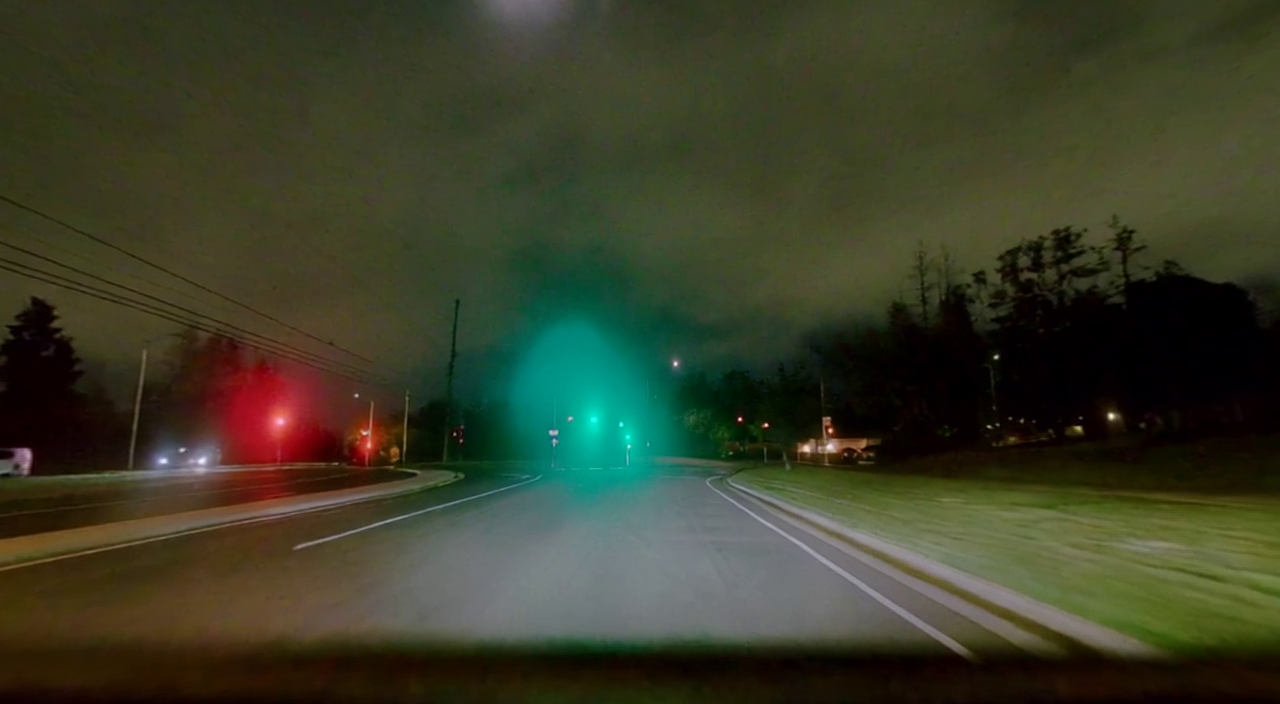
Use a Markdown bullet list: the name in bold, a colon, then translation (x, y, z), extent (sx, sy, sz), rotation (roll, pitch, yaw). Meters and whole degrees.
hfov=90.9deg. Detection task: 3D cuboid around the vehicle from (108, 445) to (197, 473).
- **vehicle**: translation (-33.365, 7.321, 43.357), extent (1.913, 1.779, 4.959), rotation (-1, -9, 4)
